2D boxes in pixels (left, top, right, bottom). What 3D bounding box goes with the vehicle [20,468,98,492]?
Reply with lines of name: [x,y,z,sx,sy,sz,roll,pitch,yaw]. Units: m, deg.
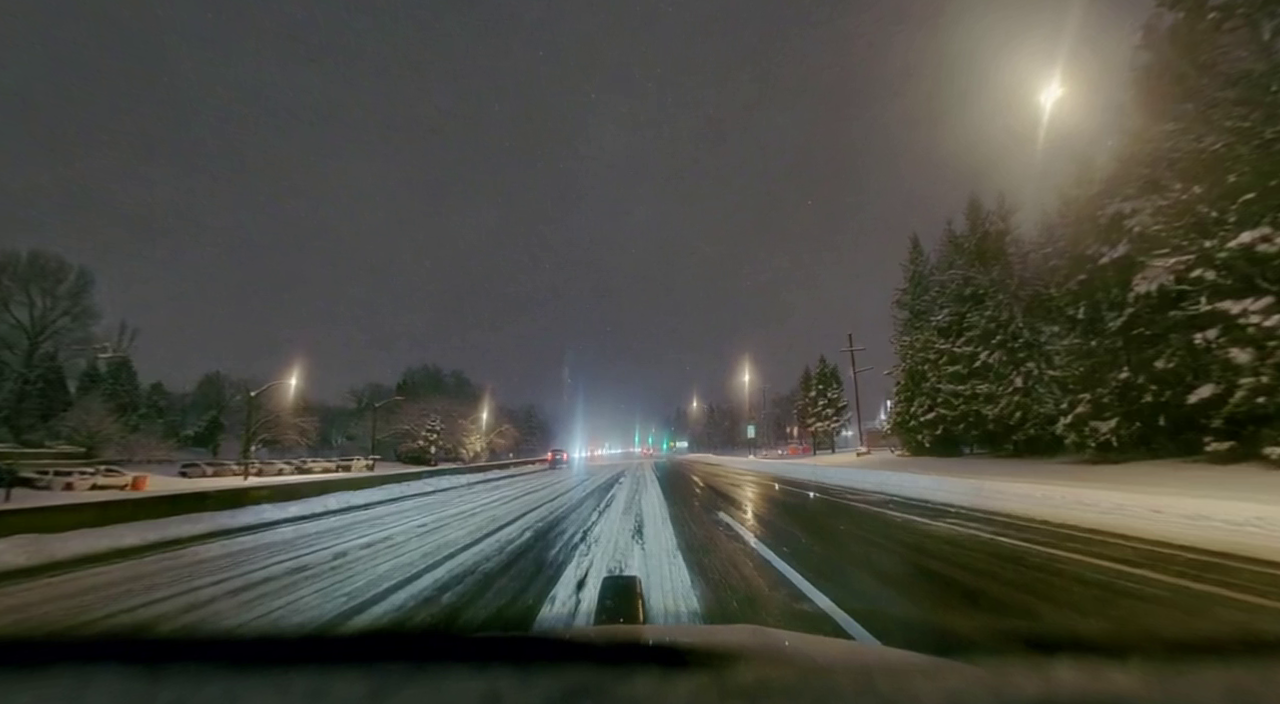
vehicle: [-40.603,8.939,44.003,4.033,1.451,1.834,-4,-9,10]

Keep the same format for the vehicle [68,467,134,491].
vehicle: [-39.951,9.415,46.699,3.623,1.465,1.725,-5,-9,11]

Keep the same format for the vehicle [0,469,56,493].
vehicle: [-40.982,8.460,41.381,3.676,1.466,1.819,-2,-9,12]

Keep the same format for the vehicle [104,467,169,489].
vehicle: [-39.397,9.865,49.273,4.005,1.443,1.819,-5,-9,14]

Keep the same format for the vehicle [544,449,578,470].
vehicle: [-6.144,8.408,49.537,2.034,1.539,4.419,0,-9,1]
